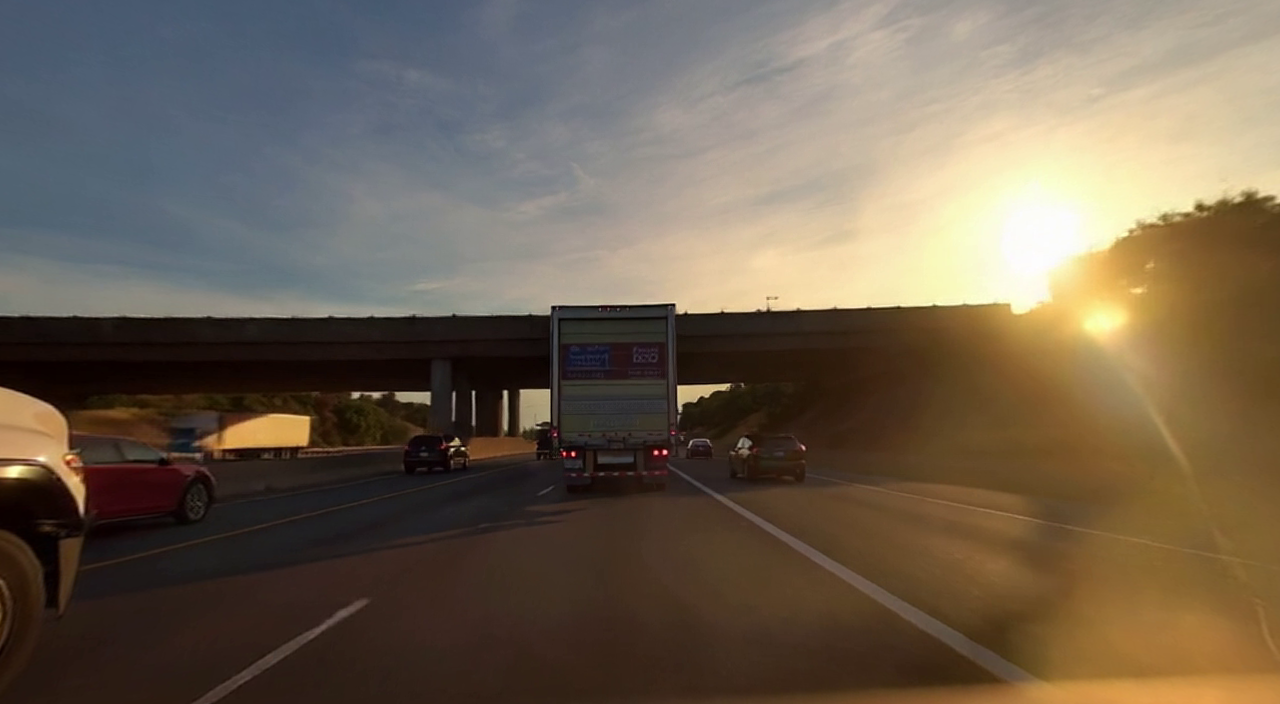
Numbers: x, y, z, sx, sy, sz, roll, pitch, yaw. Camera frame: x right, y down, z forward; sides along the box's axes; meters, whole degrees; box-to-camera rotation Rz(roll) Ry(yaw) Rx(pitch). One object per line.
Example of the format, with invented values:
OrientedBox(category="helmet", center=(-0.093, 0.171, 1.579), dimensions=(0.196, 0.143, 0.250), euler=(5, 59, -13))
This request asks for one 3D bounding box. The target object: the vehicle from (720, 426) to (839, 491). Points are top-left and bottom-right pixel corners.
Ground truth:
OrientedBox(category="vehicle", center=(3.565, 2.807, 17.045), dimensions=(2.003, 1.519, 4.580), euler=(0, -8, -3))

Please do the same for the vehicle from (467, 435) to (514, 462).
OrientedBox(category="vehicle", center=(-8.772, 5.677, 37.143), dimensions=(1.845, 1.488, 3.656), euler=(0, -8, 0))

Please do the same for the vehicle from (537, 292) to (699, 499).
OrientedBox(category="vehicle", center=(-0.596, 1.434, 16.463), dimensions=(2.911, 3.787, 9.905), euler=(0, -8, -2))

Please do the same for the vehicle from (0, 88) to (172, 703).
OrientedBox(category="vehicle", center=(-3.636, 0.072, 0.206), dimensions=(2.660, 2.637, 5.634), euler=(0, -8, -2))

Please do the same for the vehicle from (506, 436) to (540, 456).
OrientedBox(category="vehicle", center=(-8.988, 7.262, 48.642), dimensions=(1.928, 1.474, 3.588), euler=(0, -8, 0))

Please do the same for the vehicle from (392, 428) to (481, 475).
OrientedBox(category="vehicle", center=(-7.989, 3.939, 25.216), dimensions=(2.057, 1.698, 4.550), euler=(0, -8, 0))
